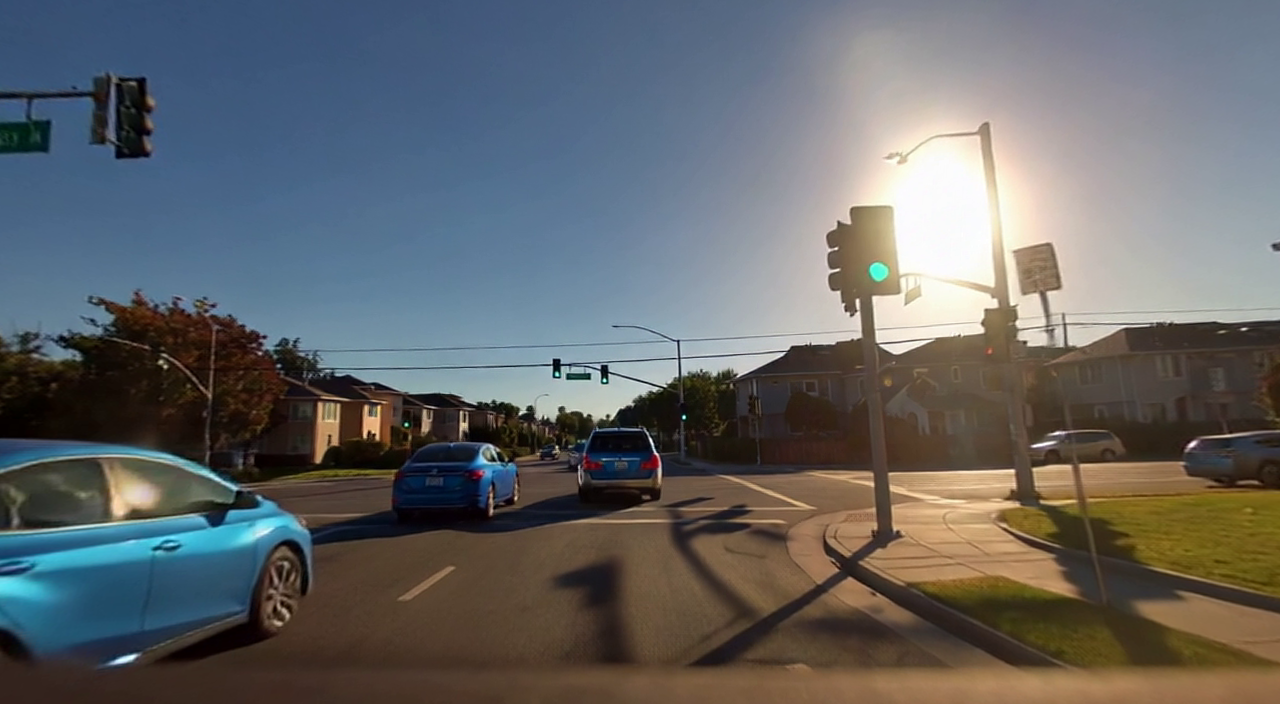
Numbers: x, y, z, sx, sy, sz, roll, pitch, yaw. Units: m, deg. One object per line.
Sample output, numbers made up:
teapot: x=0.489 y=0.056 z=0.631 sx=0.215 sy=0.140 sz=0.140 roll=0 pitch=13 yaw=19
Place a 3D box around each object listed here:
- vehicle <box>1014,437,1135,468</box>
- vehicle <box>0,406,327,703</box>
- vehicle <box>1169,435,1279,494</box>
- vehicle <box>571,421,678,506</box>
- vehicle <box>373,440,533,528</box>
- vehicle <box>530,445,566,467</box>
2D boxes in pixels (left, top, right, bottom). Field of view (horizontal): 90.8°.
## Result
vehicle: x=20.966 y=4.877 z=30.657 sx=4.353 sy=1.431 sz=1.876 roll=-2 pitch=-9 yaw=13
vehicle: x=-3.424 y=0.968 z=2.461 sx=1.977 sy=1.488 sz=4.741 roll=0 pitch=-8 yaw=0
vehicle: x=17.013 y=2.868 z=16.272 sx=4.715 sy=1.439 sz=1.874 roll=-2 pitch=-9 yaw=13
vehicle: x=-0.375 y=2.854 z=16.552 sx=2.396 sy=1.881 sz=4.606 roll=0 pitch=-8 yaw=-1
vehicle: x=-3.528 y=2.542 z=12.859 sx=1.934 sy=1.459 sz=4.368 roll=0 pitch=-8 yaw=0
vehicle: x=-7.064 y=8.043 z=49.014 sx=2.069 sy=1.651 sz=4.431 roll=0 pitch=-8 yaw=1
